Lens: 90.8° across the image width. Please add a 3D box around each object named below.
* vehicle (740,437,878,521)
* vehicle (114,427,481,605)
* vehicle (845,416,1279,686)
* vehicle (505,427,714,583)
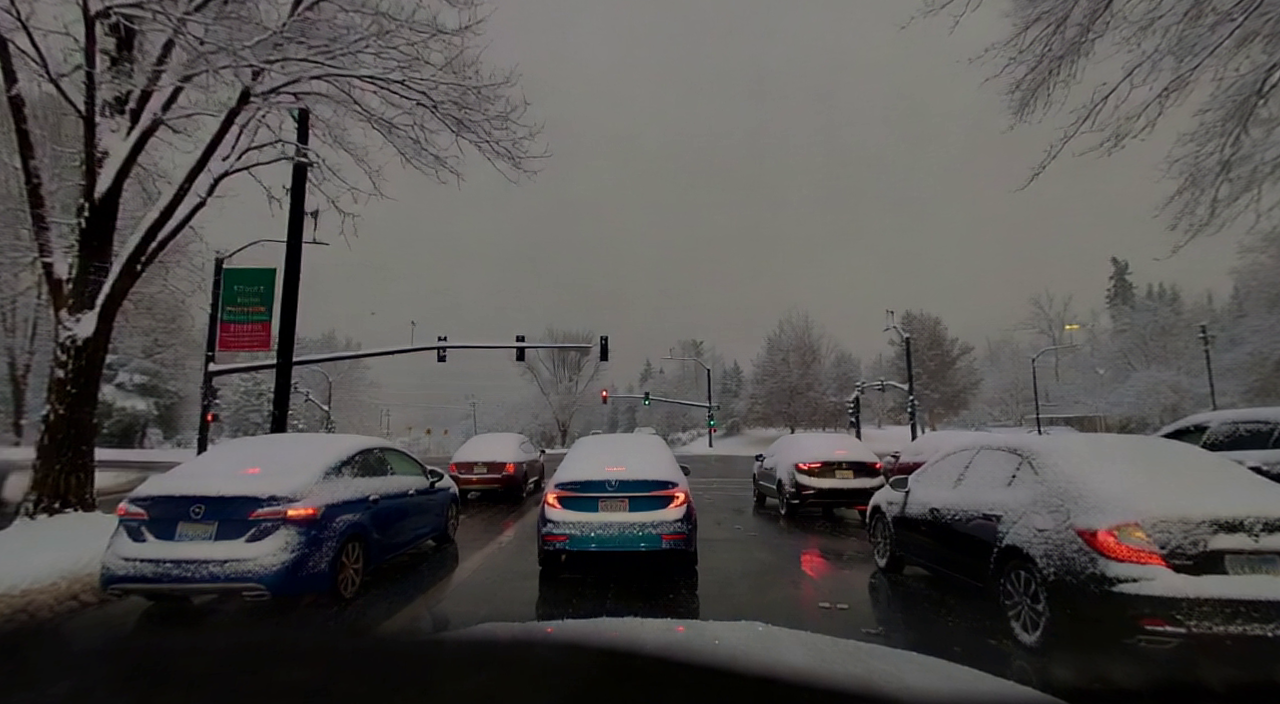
[{"bbox_3d":[3.398,2.611,13.495,1.852,1.498,3.825,0,-9,-1],"label":"vehicle"},{"bbox_3d":[-3.371,1.671,7.362,1.929,1.457,4.136,0,-9,0],"label":"vehicle"},{"bbox_3d":[3.606,1.431,5.774,1.953,1.471,4.470,0,-9,0],"label":"vehicle"},{"bbox_3d":[-0.320,1.741,7.937,1.994,1.479,3.647,0,-9,-1],"label":"vehicle"}]
